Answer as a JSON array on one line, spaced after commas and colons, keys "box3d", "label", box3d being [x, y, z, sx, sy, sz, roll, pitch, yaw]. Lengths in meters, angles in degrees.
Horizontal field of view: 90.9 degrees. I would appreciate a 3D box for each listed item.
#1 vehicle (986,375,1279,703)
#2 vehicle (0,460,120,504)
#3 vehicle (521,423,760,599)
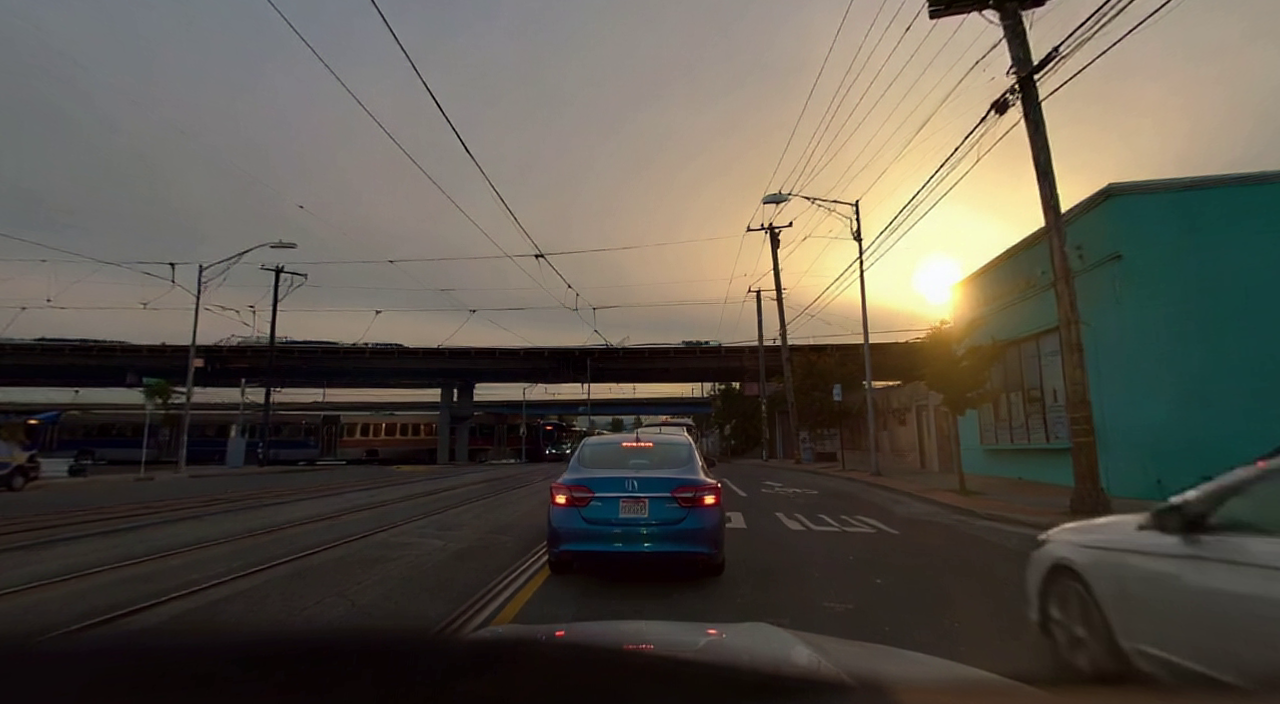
[{"box3d": [2.879, 0.768, 1.563, 1.948, 1.490, 4.405, -1, -9, 7], "label": "vehicle"}, {"box3d": [-21.933, 4.674, 22.838, 4.566, 1.453, 1.935, -1, -9, 5], "label": "vehicle"}, {"box3d": [0.087, 1.702, 7.607, 2.090, 1.518, 4.033, -1, -9, 3], "label": "vehicle"}]
